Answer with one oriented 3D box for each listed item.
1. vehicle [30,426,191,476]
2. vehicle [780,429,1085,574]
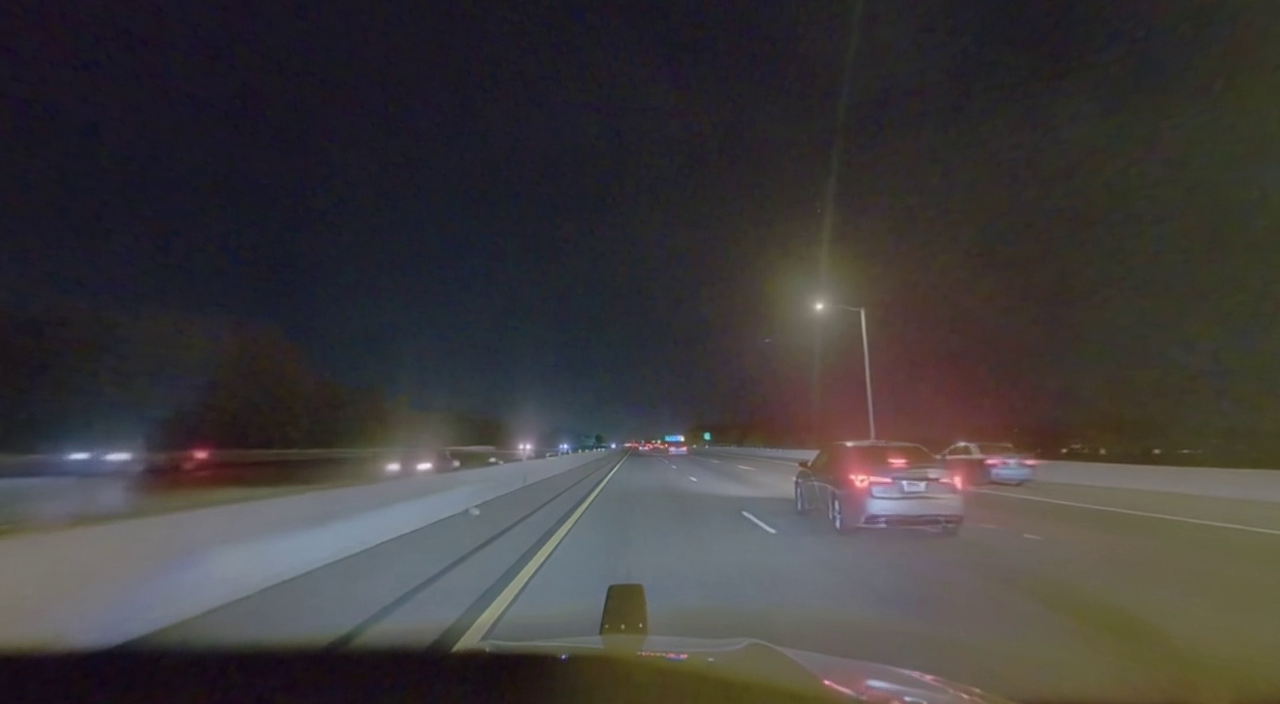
[{"bbox_3d":[-16.842,3.183,20.325,1.775,1.448,3.844,0,-8,1],"label":"vehicle"},{"bbox_3d":[3.529,1.878,8.802,2.091,1.482,4.522,0,-8,0],"label":"vehicle"}]
